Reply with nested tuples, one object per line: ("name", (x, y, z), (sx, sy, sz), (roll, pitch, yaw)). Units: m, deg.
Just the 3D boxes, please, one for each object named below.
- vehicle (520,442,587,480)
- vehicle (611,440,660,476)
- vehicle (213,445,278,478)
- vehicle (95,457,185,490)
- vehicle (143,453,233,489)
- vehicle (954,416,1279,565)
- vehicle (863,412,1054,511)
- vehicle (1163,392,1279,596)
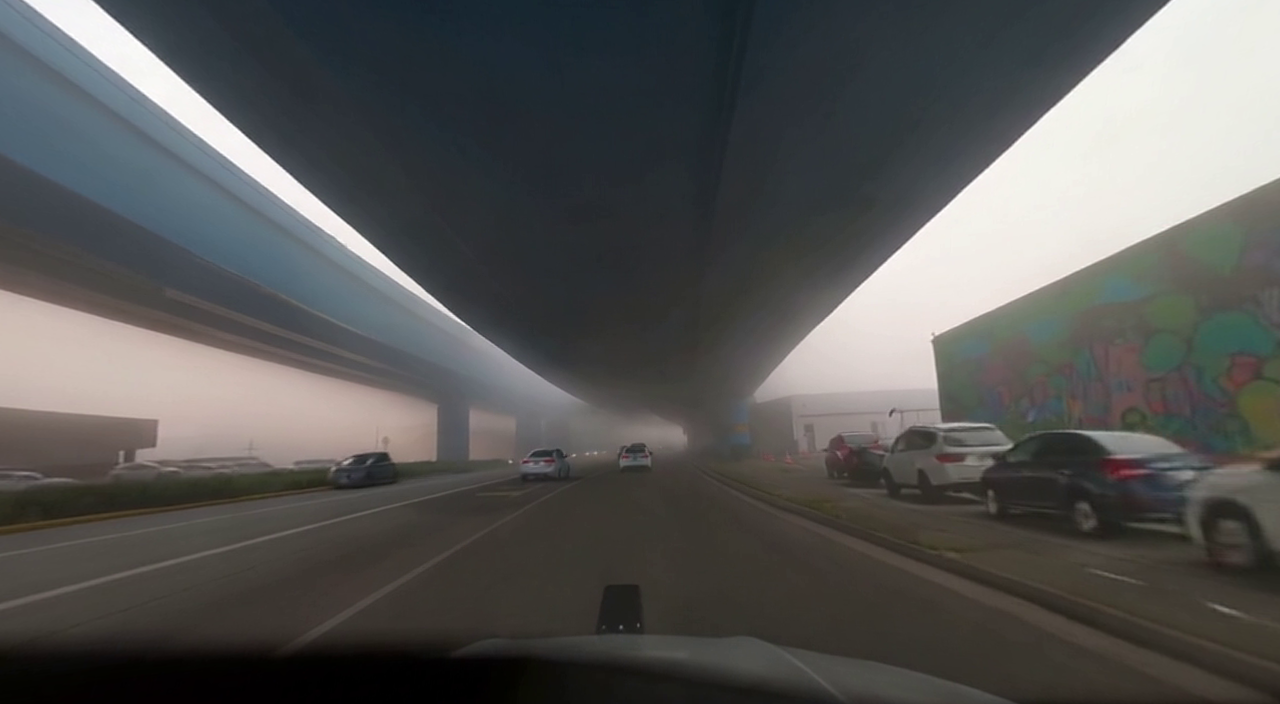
("vehicle", (-3.665, 4.714, 27.634), (2.024, 1.533, 4.549), (-1, -9, 3))
("vehicle", (-0.163, 4.894, 29.435), (2.155, 1.571, 3.734), (0, -9, 1))
("vehicle", (-30.384, 8.387, 48.807), (1.933, 2.393, 4.896), (0, -8, -2))
("vehicle", (-29.462, 7.147, 37.441), (2.035, 1.764, 4.157), (1, -9, -4))
("vehicle", (-27.002, 7.095, 37.974), (1.971, 1.939, 4.729), (1, -9, -1))
("vehicle", (6.646, 1.857, 9.193), (1.871, 1.619, 4.408), (0, -9, 0))
("vehicle", (6.992, 2.467, 14.555), (2.114, 1.911, 4.402), (0, -9, 1))
("vehicle", (6.437, 1.090, 4.568), (1.940, 1.738, 3.956), (0, -9, 2))
